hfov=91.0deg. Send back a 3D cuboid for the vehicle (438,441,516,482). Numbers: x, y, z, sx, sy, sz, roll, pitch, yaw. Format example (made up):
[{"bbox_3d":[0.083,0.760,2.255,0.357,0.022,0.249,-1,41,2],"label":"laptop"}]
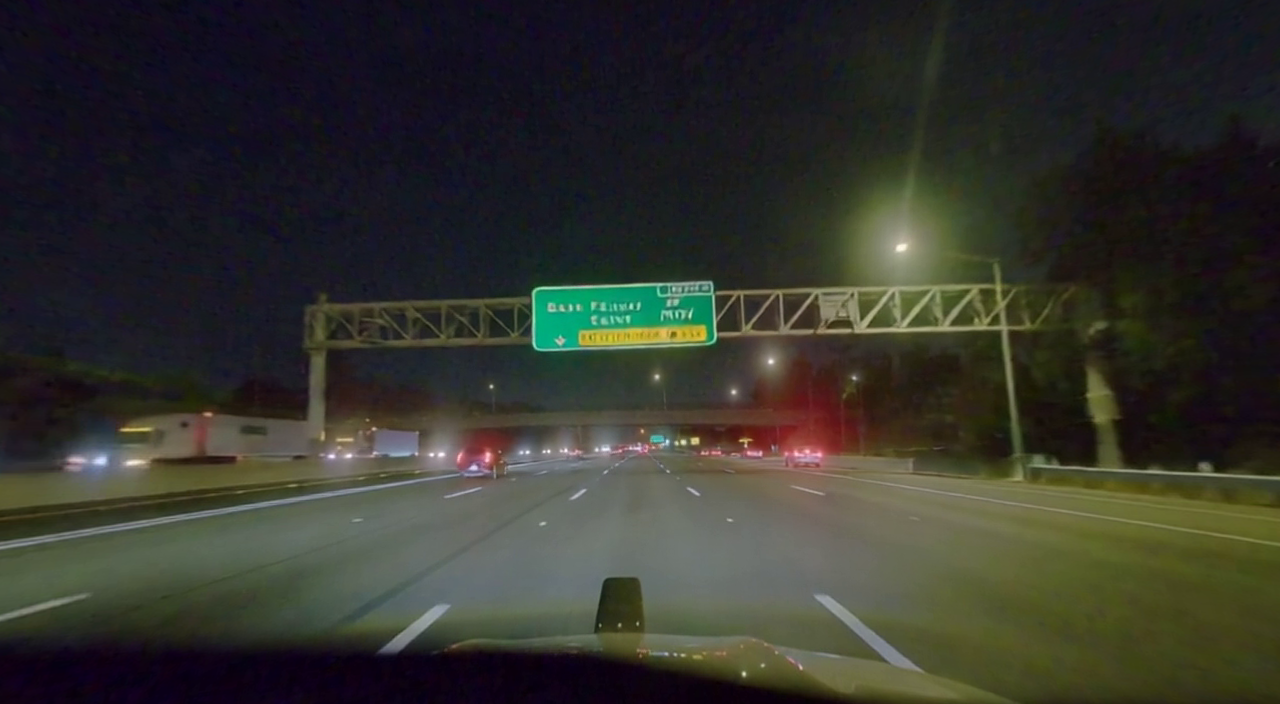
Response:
[{"bbox_3d":[-6.481,4.408,25.593,1.985,1.513,4.172,0,-9,1],"label":"vehicle"}]

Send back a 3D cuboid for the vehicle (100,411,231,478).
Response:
[{"bbox_3d":[-31.749,6.260,42.620,3.220,4.166,6.903,0,-9,1],"label":"vehicle"}]

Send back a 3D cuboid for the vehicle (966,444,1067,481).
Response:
[{"bbox_3d":[17.732,5.198,29.966,2.012,1.601,4.565,0,-8,0],"label":"vehicle"}]
